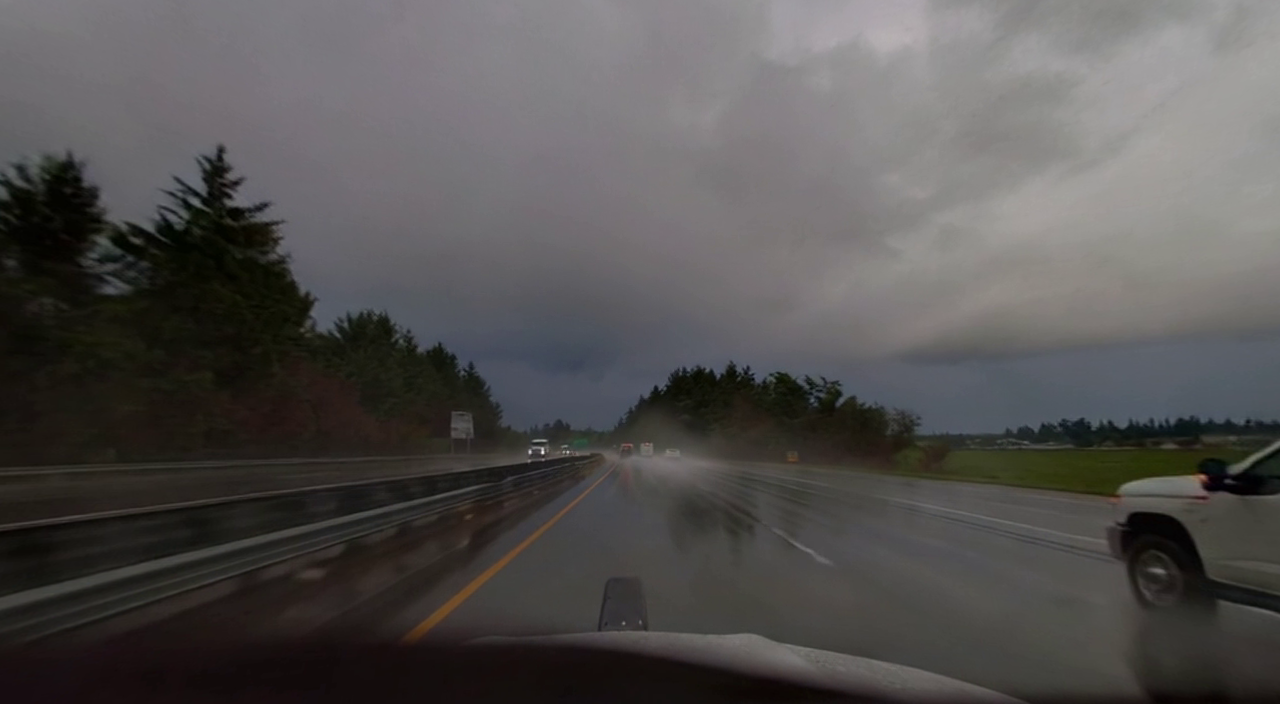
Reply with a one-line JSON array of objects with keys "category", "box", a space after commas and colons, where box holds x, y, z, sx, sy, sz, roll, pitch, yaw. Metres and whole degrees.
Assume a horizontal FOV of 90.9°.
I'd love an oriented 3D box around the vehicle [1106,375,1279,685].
[{"category": "vehicle", "box": [4.425, 0.802, 2.363, 1.933, 1.663, 4.440, 0, -9, 0]}]
